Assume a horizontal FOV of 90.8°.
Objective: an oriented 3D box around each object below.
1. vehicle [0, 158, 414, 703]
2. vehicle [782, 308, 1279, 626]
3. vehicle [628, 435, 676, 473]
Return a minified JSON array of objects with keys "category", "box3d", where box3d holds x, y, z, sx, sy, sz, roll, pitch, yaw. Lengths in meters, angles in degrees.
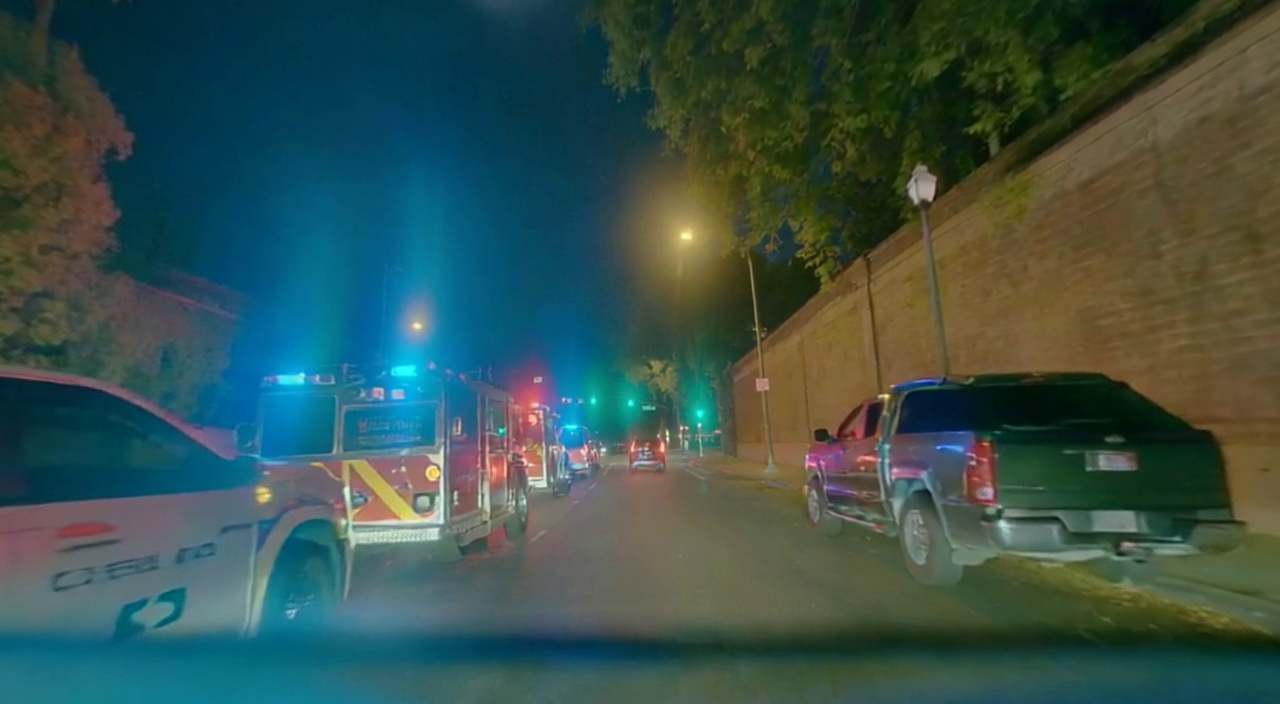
[{"category":"vehicle","box3d":[-2.798,0.590,1.816,2.458,2.027,4.831,0,-9,0]},{"category":"vehicle","box3d":[4.027,1.237,7.523,3.411,2.429,5.271,0,-9,0]},{"category":"vehicle","box3d":[0.550,5.410,33.712,2.332,1.831,4.930,0,-8,-2]}]
